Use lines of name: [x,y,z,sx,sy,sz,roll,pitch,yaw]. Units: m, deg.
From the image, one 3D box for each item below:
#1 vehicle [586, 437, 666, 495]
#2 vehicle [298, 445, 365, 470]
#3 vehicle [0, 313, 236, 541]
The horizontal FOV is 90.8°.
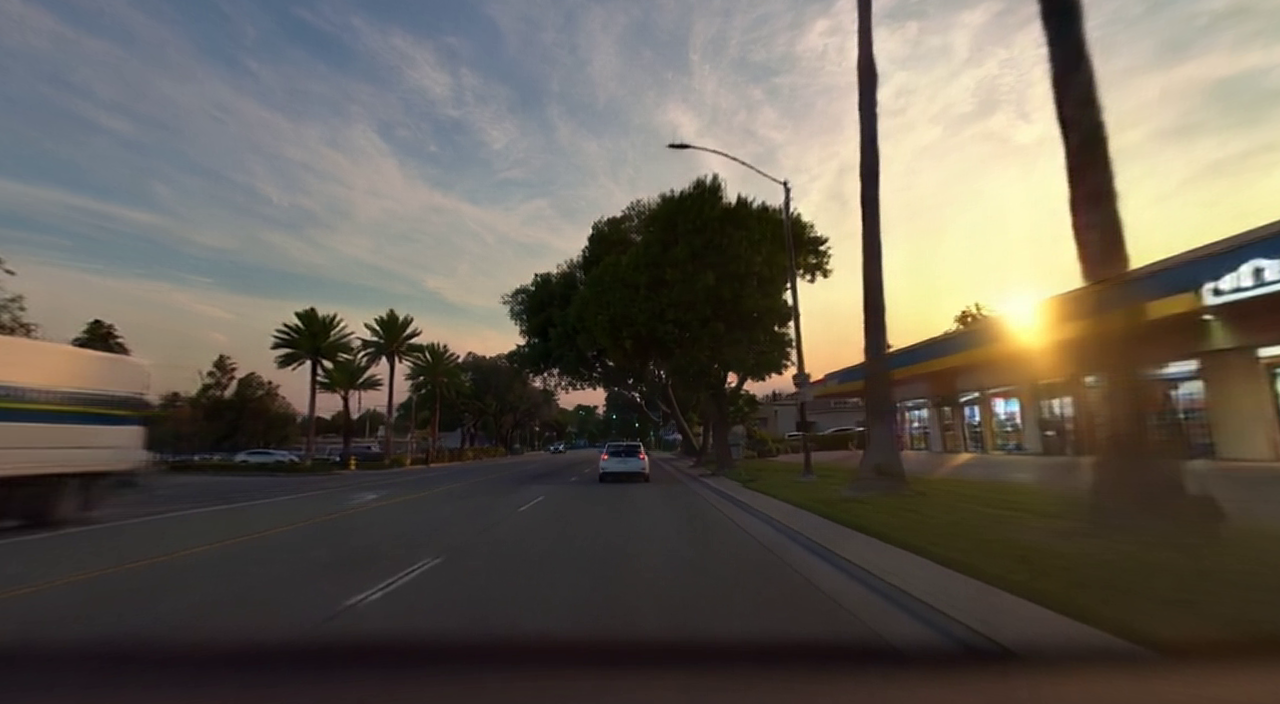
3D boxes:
vehicle: [-0.378,3.286,18.535,2.076,1.486,4.119,0,-8,-1]
vehicle: [-23.110,7.909,47.313,4.573,1.725,2.054,-5,-8,23]
vehicle: [-11.537,1.071,9.196,3.022,3.532,12.586,0,-9,0]
